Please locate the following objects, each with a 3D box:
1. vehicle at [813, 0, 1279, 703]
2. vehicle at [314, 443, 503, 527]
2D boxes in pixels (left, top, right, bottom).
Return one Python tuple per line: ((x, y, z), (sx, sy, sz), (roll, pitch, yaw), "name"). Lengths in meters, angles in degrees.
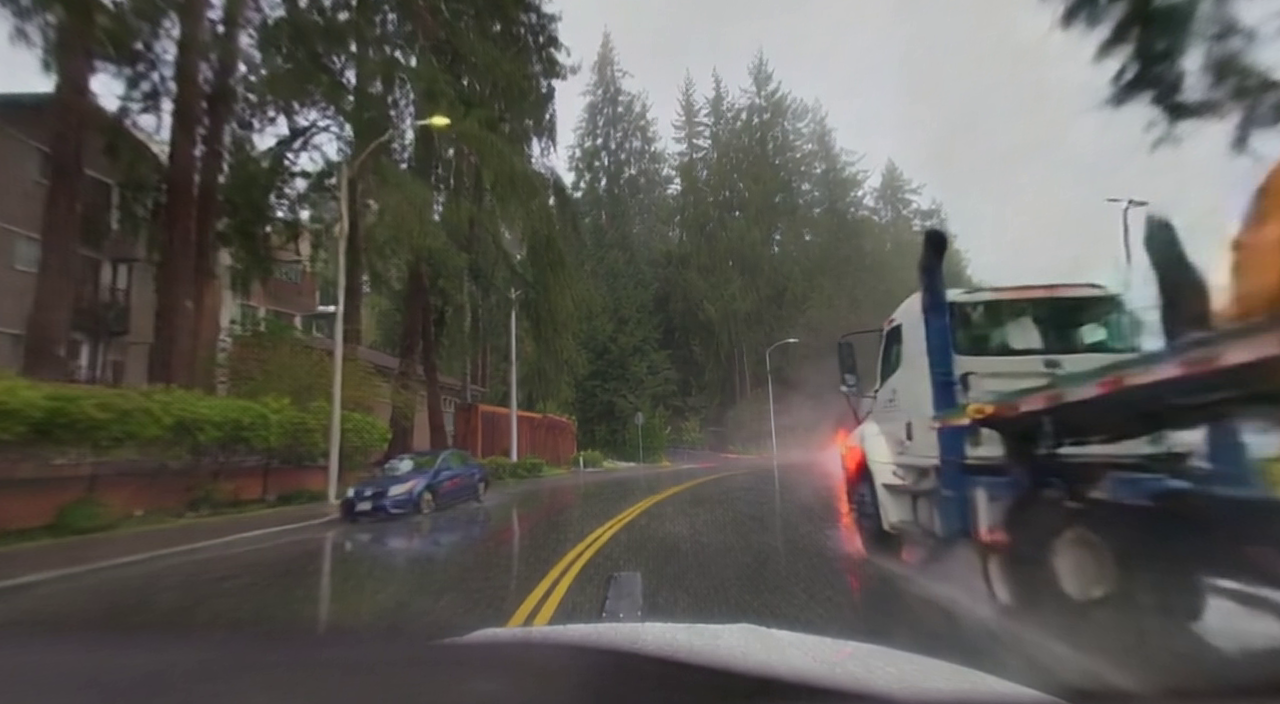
((3.834, 0.058, 2.328), (2.834, 3.143, 12.517), (0, -9, 0), "vehicle")
((-4.698, 2.729, 13.641), (1.930, 1.487, 4.213), (-2, -8, 10), "vehicle")
